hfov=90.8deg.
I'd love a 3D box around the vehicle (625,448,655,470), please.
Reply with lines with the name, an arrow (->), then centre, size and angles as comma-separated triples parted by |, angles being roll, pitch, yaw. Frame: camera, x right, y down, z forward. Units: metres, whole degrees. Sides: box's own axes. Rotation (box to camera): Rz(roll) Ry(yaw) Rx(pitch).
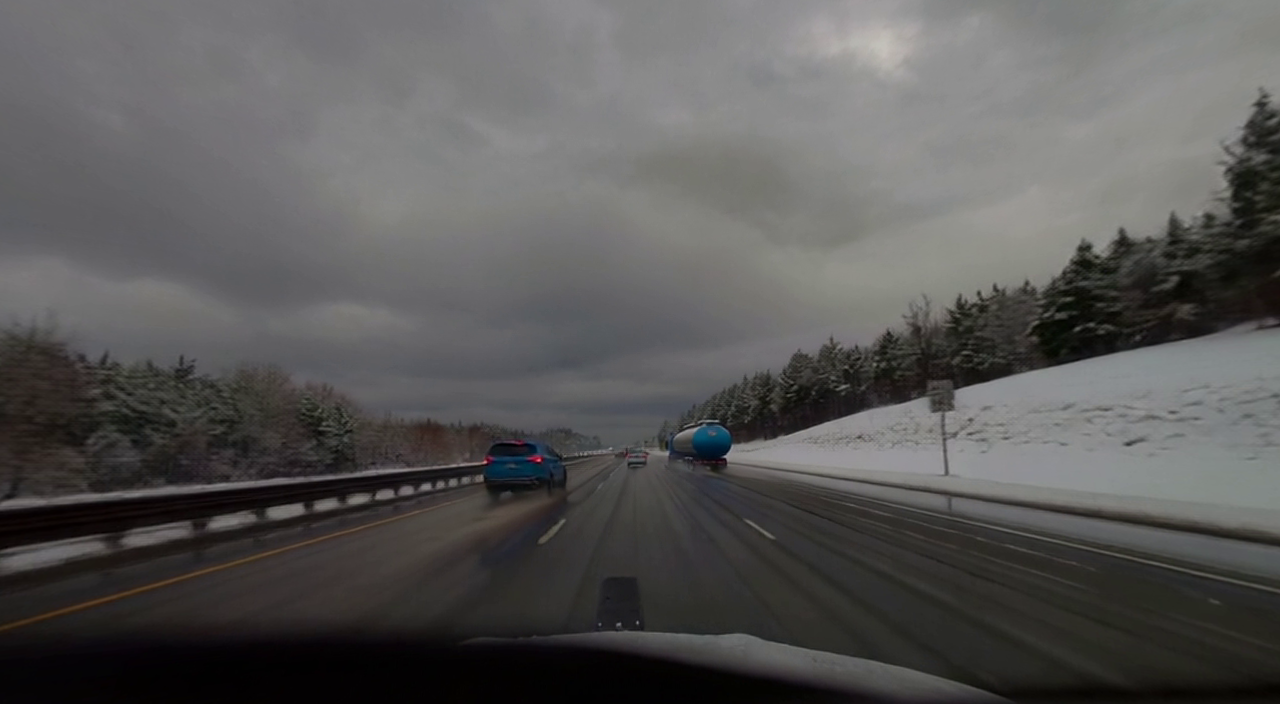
vehicle -> 0.015, 7.560, 44.709 | 2.013, 1.498, 3.908 | 0, -9, 0

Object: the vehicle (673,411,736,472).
vehicle -> 4.232, 6.432, 44.908 | 2.889, 3.606, 13.832 | 0, -9, 0

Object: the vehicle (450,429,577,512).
vehicle -> -3.049, 3.004, 16.457 | 2.258, 1.805, 4.665 | -1, -9, 1
